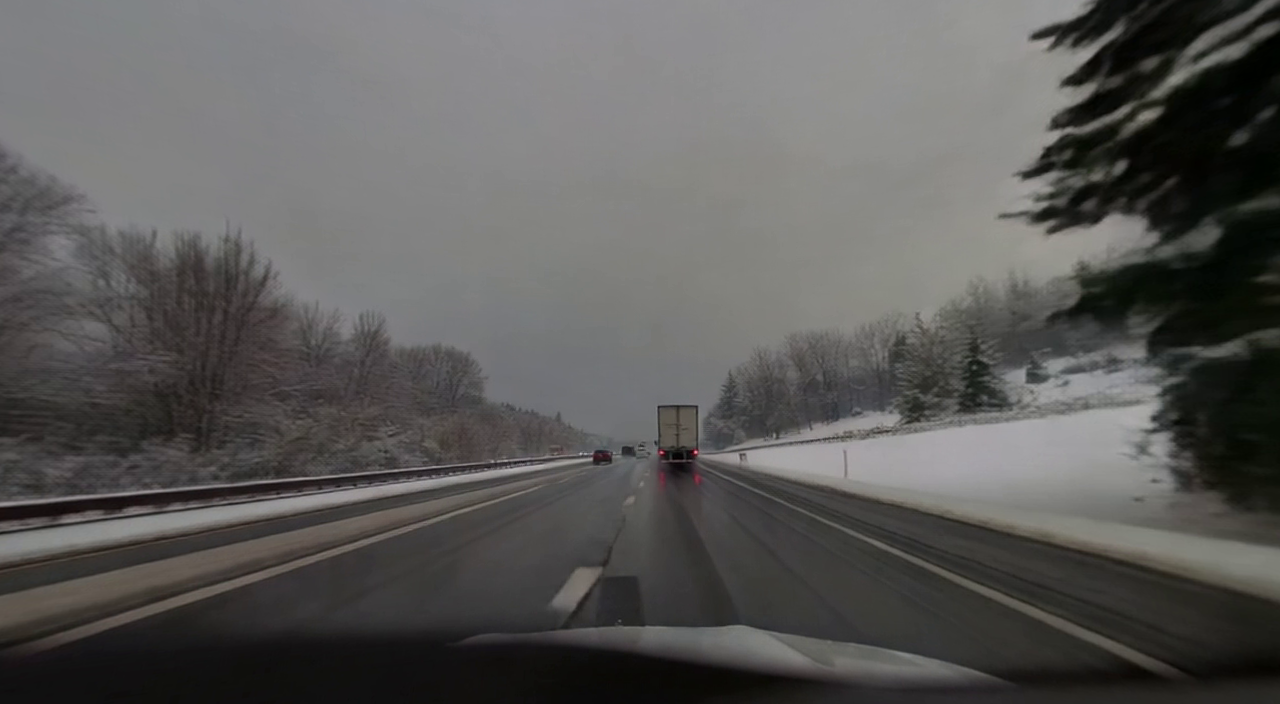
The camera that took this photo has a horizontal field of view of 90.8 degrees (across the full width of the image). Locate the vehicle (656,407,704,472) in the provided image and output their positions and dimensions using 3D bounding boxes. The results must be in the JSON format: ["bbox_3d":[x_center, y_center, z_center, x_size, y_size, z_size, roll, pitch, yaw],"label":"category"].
[{"bbox_3d":[2.713,6.577,46.555,2.901,4.032,14.338,0,-9,2],"label":"vehicle"}]
